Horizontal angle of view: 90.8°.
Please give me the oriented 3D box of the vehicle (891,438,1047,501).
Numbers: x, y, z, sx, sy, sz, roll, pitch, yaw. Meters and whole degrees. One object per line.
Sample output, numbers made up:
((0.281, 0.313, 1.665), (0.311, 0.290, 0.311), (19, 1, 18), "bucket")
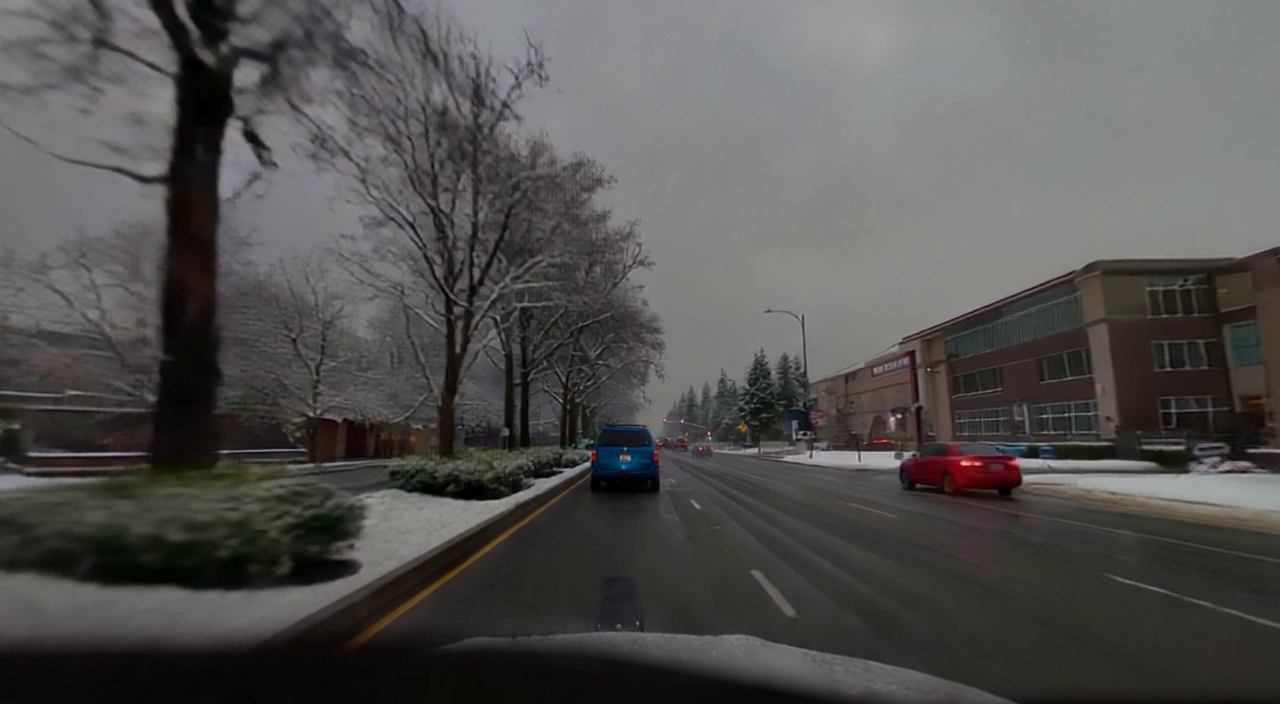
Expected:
((8.642, 3.109, 17.193), (2.002, 1.456, 4.631), (-1, -9, 4), "vehicle")

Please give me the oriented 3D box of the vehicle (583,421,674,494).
((-0.314, 2.943, 17.885), (2.277, 1.816, 4.192), (0, -9, -1), "vehicle")
